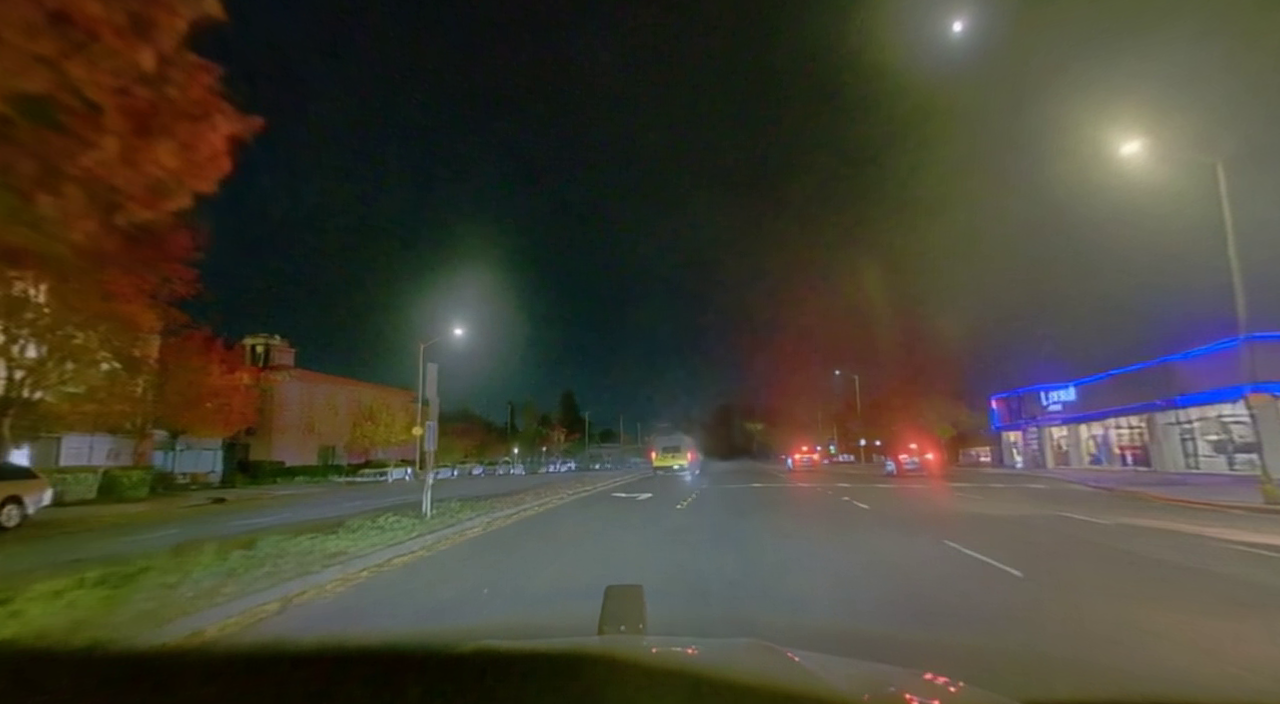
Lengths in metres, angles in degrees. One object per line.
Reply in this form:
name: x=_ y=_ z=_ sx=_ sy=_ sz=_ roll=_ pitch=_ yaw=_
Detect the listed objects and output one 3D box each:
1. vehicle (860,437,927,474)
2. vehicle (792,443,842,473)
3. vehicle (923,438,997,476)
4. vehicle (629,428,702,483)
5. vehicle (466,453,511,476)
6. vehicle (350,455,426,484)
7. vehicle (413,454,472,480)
vehicle: x=12.948 y=5.310 z=32.527 sx=2.040 sy=1.738 sz=4.414 roll=-1 pitch=-8 yaw=7
vehicle: x=9.320 y=5.575 z=33.477 sx=1.886 sy=1.464 sz=4.290 roll=-1 pitch=-8 yaw=7
vehicle: x=16.051 y=5.273 z=31.868 sx=2.076 sy=1.759 sz=3.970 roll=-1 pitch=-8 yaw=8
vehicle: x=1.095 y=3.911 z=24.150 sx=2.344 sy=1.863 sz=4.665 roll=-1 pitch=-8 yaw=8
vehicle: x=-11.526 y=8.564 z=48.218 sx=1.947 sy=1.558 sz=4.065 roll=-1 pitch=-8 yaw=7
vehicle: x=-13.513 y=6.294 z=34.114 sx=1.797 sy=1.351 sz=4.300 roll=-2 pitch=-8 yaw=10
vehicle: x=-12.493 y=7.268 z=40.201 sx=1.877 sy=1.445 sz=4.436 roll=-1 pitch=-8 yaw=7
